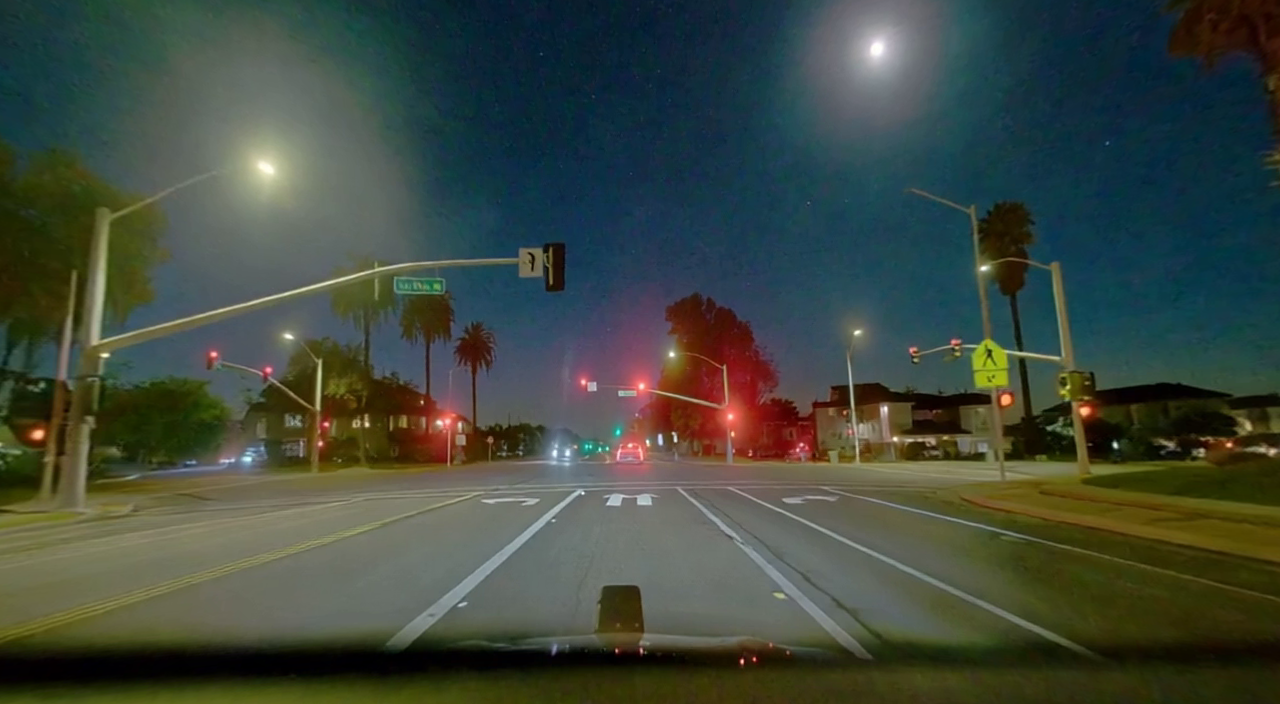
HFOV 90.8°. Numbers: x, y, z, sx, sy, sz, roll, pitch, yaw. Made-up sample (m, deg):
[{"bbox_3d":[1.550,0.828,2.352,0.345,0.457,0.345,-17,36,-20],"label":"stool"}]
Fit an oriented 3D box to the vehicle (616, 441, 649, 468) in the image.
[{"bbox_3d":[-0.601,7.325,45.484,2.248,1.833,4.798,0,-8,-2],"label":"vehicle"}]
